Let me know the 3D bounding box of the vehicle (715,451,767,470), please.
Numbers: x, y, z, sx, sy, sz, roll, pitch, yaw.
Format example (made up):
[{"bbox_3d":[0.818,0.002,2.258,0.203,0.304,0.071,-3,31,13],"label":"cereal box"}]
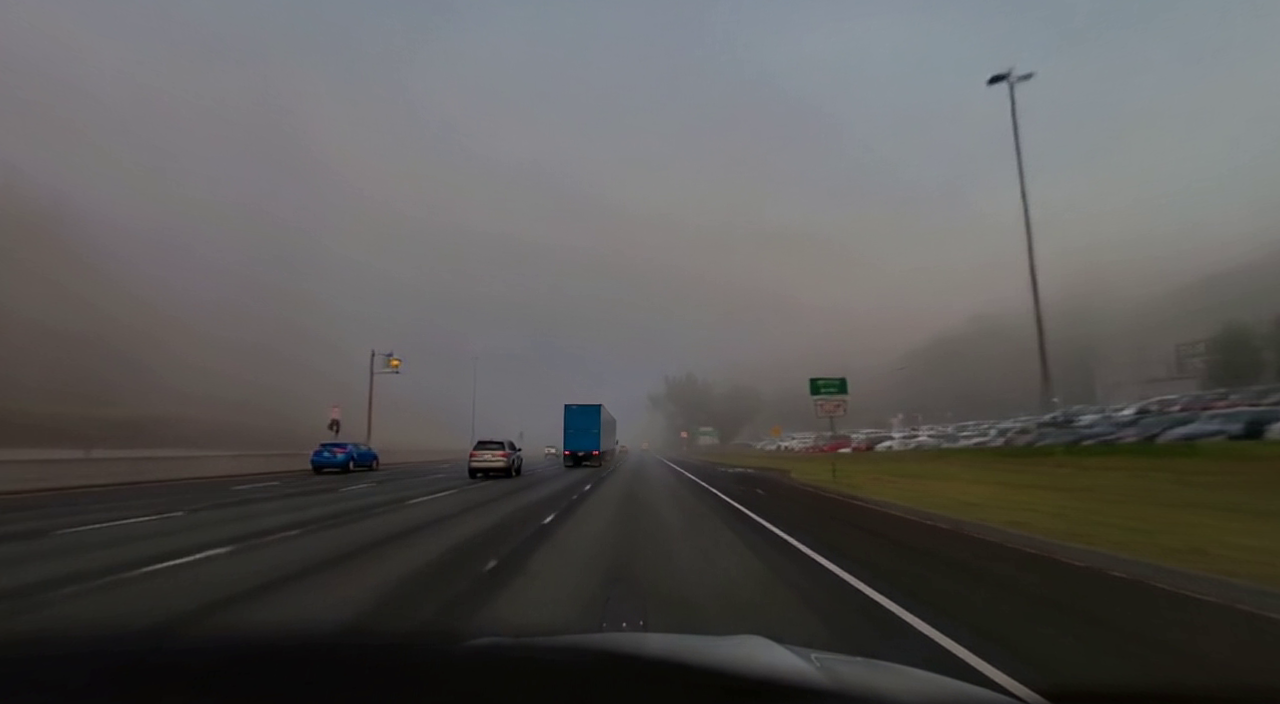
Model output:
[{"bbox_3d":[5.631,6.110,35.531,2.295,0.969,3.132,0,-8,-2],"label":"vehicle"}]

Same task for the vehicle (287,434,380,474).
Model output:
[{"bbox_3d":[-14.126,4.731,29.412,1.997,1.695,4.492,0,-8,1],"label":"vehicle"}]

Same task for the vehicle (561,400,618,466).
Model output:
[{"bbox_3d":[-3.316,5.872,45.148,2.905,4.037,12.921,0,-8,0],"label":"vehicle"}]

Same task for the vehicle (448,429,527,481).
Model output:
[{"bbox_3d":[-5.918,4.052,25.112,2.058,1.840,4.443,0,-8,-1],"label":"vehicle"}]
